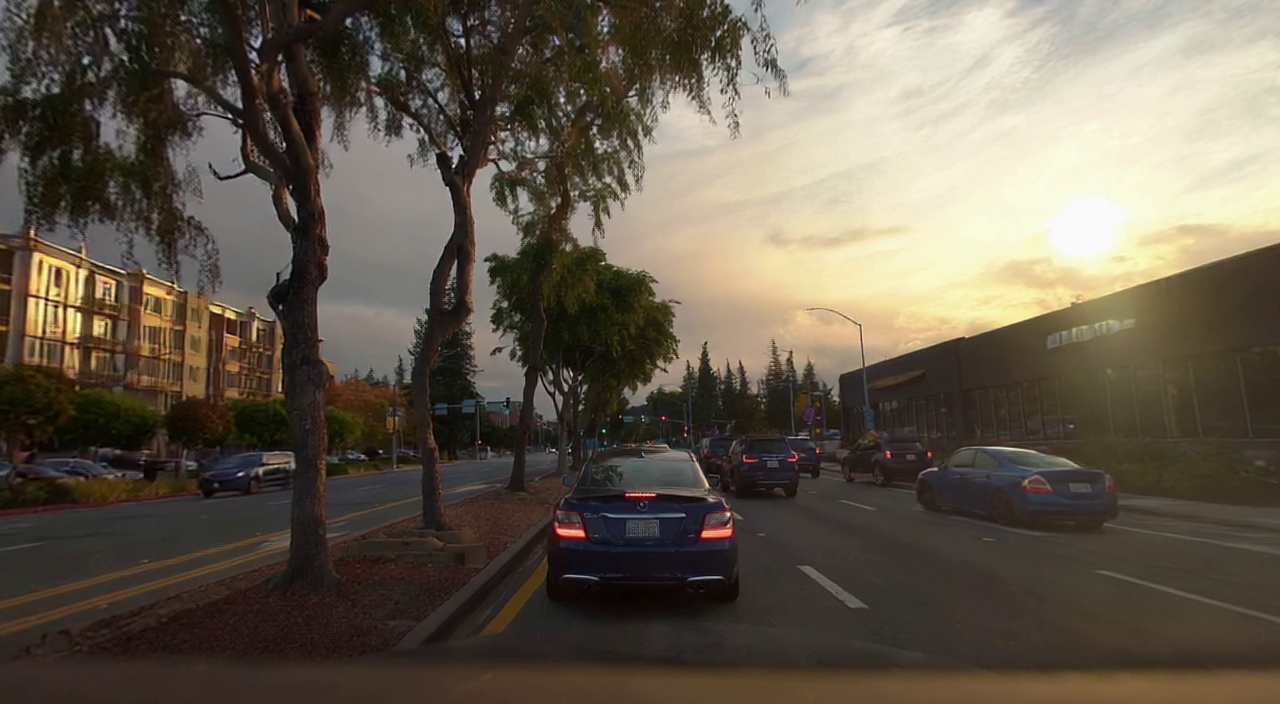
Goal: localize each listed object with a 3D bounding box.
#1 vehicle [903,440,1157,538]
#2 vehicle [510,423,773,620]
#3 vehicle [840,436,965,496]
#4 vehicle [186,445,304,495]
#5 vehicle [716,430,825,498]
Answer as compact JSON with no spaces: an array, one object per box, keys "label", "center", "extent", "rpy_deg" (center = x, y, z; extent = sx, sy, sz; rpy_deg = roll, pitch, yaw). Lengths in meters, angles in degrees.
[{"label":"vehicle","center":[6.834,2.402,11.790],"extent":[1.911,1.468,4.417],"rpy_deg":[0,-8,0]},{"label":"vehicle","center":[-0.018,1.600,6.998],"extent":[1.977,1.465,4.376],"rpy_deg":[0,-8,-1]},{"label":"vehicle","center":[7.899,3.447,19.514],"extent":[1.963,1.637,4.527],"rpy_deg":[0,-8,1]},{"label":"vehicle","center":[-15.293,4.553,24.764],"extent":[2.163,1.743,4.428],"rpy_deg":[1,-8,-7]},{"label":"vehicle","center":[3.614,3.205,18.465],"extent":[2.114,1.736,4.553],"rpy_deg":[0,-8,-1]}]
